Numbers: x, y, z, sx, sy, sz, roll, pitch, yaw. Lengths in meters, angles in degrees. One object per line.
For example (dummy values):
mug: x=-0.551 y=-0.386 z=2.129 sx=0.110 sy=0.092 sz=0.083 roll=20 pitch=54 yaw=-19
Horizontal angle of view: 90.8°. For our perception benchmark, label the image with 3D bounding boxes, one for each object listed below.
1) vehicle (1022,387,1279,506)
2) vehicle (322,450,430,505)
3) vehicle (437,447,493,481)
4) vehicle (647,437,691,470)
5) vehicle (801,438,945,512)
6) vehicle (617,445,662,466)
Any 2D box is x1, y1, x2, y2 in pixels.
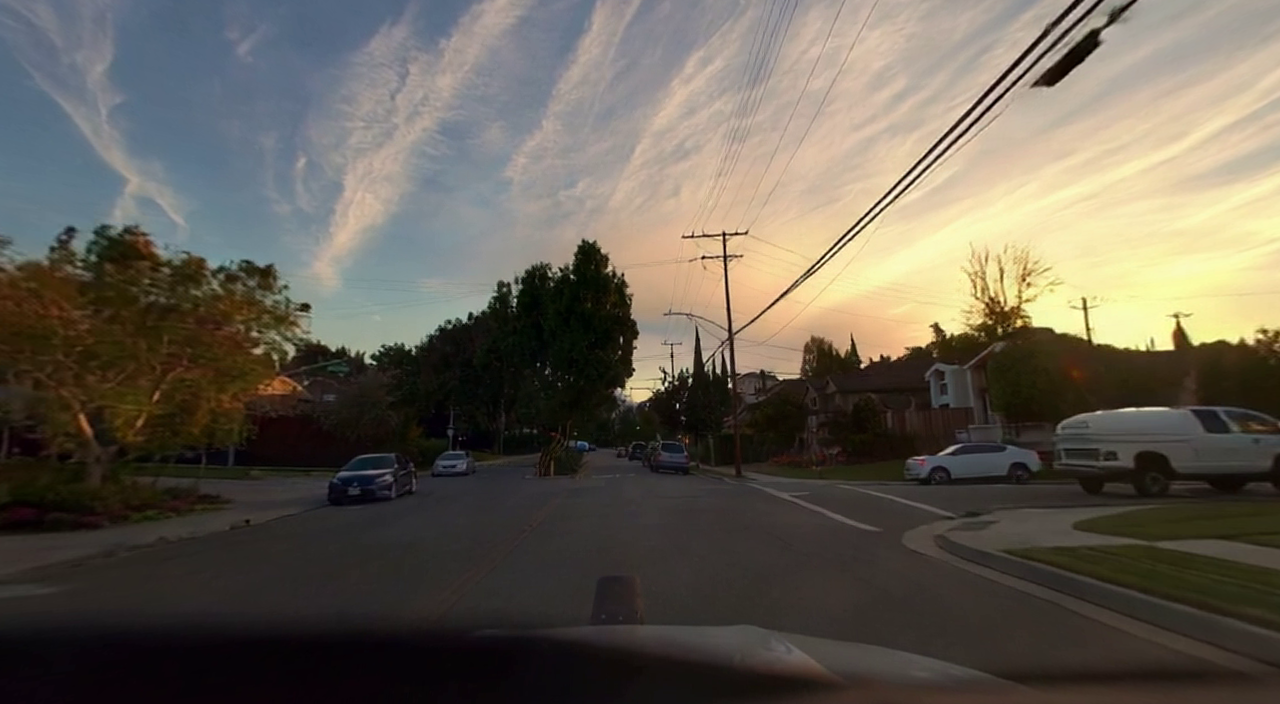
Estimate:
vehicle: x=18.086 y=2.974 z=19.965 sx=10.500 sy=3.344 sz=2.906 roll=1 pitch=-9 yaw=-8
vehicle: x=-7.816 y=3.707 z=19.159 sx=1.997 sy=1.456 sz=4.319 roll=1 pitch=-9 yaw=-9
vehicle: x=-8.556 y=5.380 z=30.560 sx=2.033 sy=1.477 sz=4.626 roll=4 pitch=-10 yaw=-21
vehicle: x=1.809 y=6.649 z=41.578 sx=2.173 sy=1.992 sz=5.891 roll=1 pitch=-9 yaw=-4
vehicle: x=6.163 y=3.125 z=16.471 sx=1.944 sy=1.636 sz=4.140 roll=-9 pitch=-12 yaw=43
vehicle: x=-0.114 y=8.087 z=49.315 sx=1.856 sy=1.512 sz=4.292 roll=4 pitch=-10 yaw=-25
